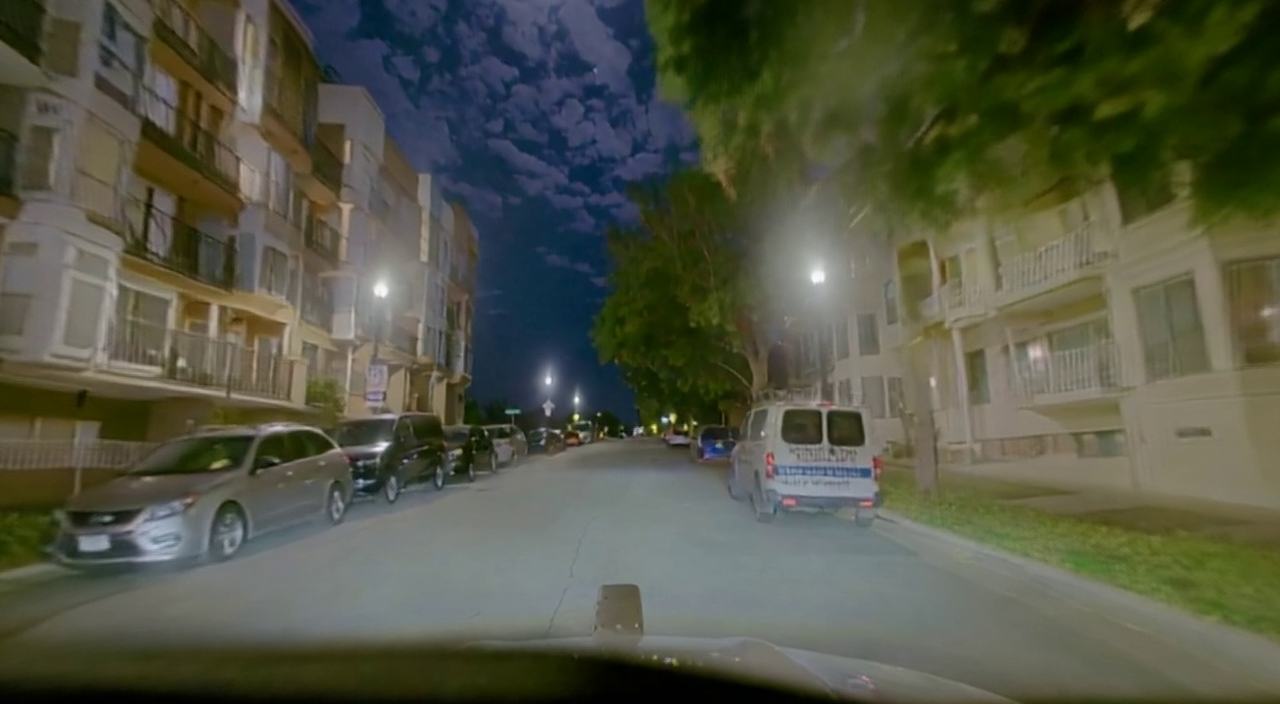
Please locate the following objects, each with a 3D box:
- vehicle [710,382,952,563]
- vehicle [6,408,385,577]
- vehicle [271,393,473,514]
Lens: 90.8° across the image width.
[{"bbox_3d":[2.708,1.633,10.617,2.259,2.119,5.281,0,-1,-2],"label":"vehicle"},{"bbox_3d":[-5.539,1.762,8.894,1.838,1.725,4.660,0,-8,2],"label":"vehicle"},{"bbox_3d":[-5.536,2.228,14.171,2.196,2.059,5.748,-2,-8,-2],"label":"vehicle"}]
